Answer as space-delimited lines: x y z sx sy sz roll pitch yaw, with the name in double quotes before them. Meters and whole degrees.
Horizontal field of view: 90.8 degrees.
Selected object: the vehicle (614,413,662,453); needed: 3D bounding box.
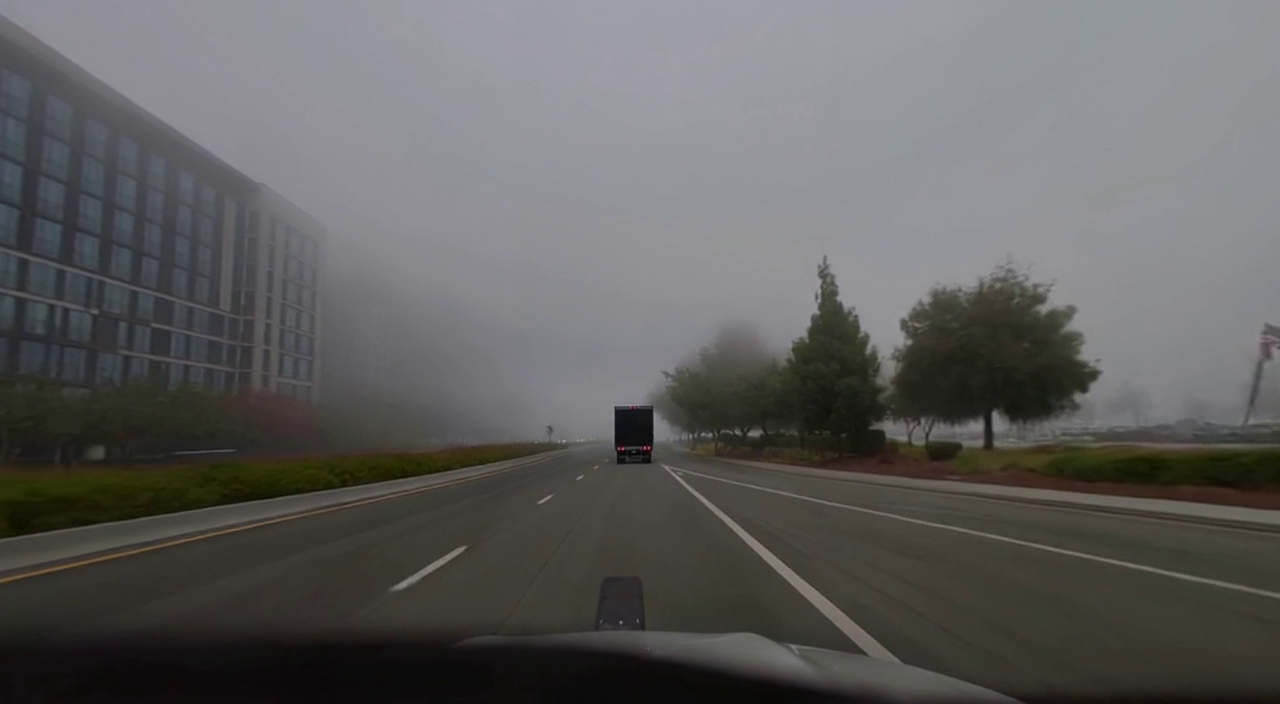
"vehicle" -0.196 4.102 31.456 2.178 1.829 4.932 1 -9 -3
